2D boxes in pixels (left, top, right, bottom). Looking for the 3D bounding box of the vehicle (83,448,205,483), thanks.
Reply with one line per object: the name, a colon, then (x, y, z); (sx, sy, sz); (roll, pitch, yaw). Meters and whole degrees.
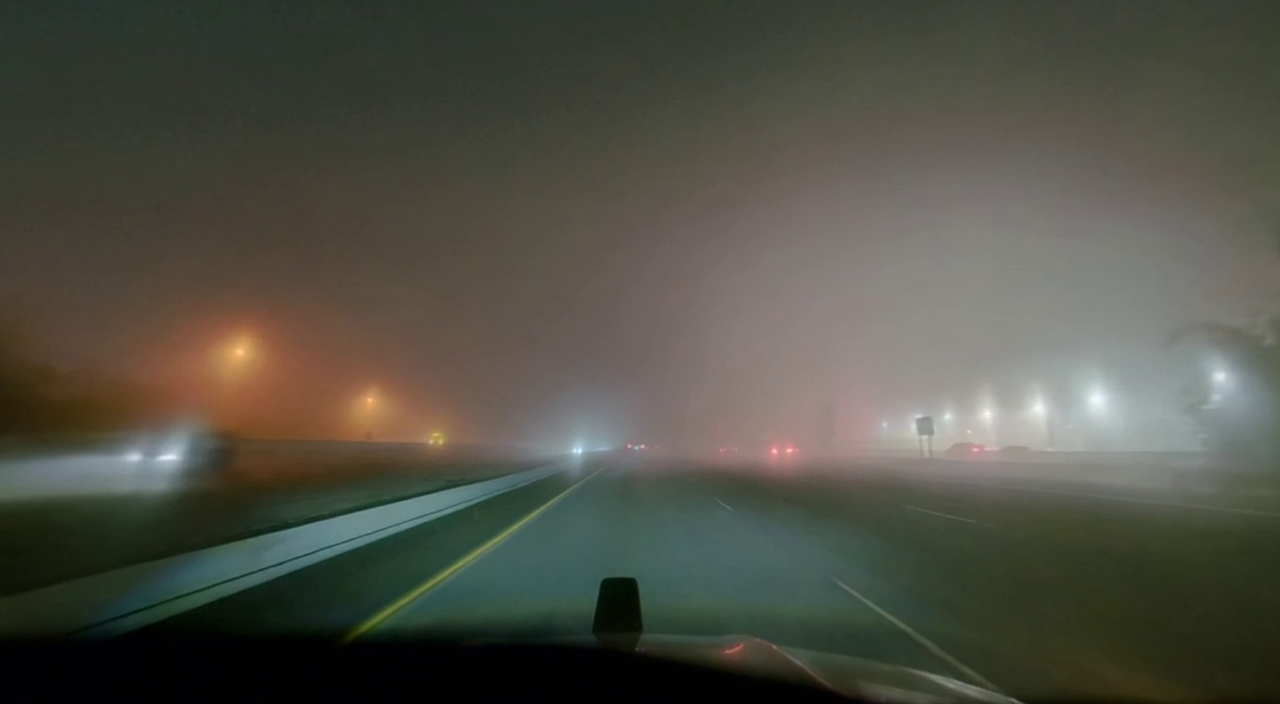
vehicle: (-23.237, 5.303, 29.767); (1.935, 1.480, 4.664); (0, -8, 1)
